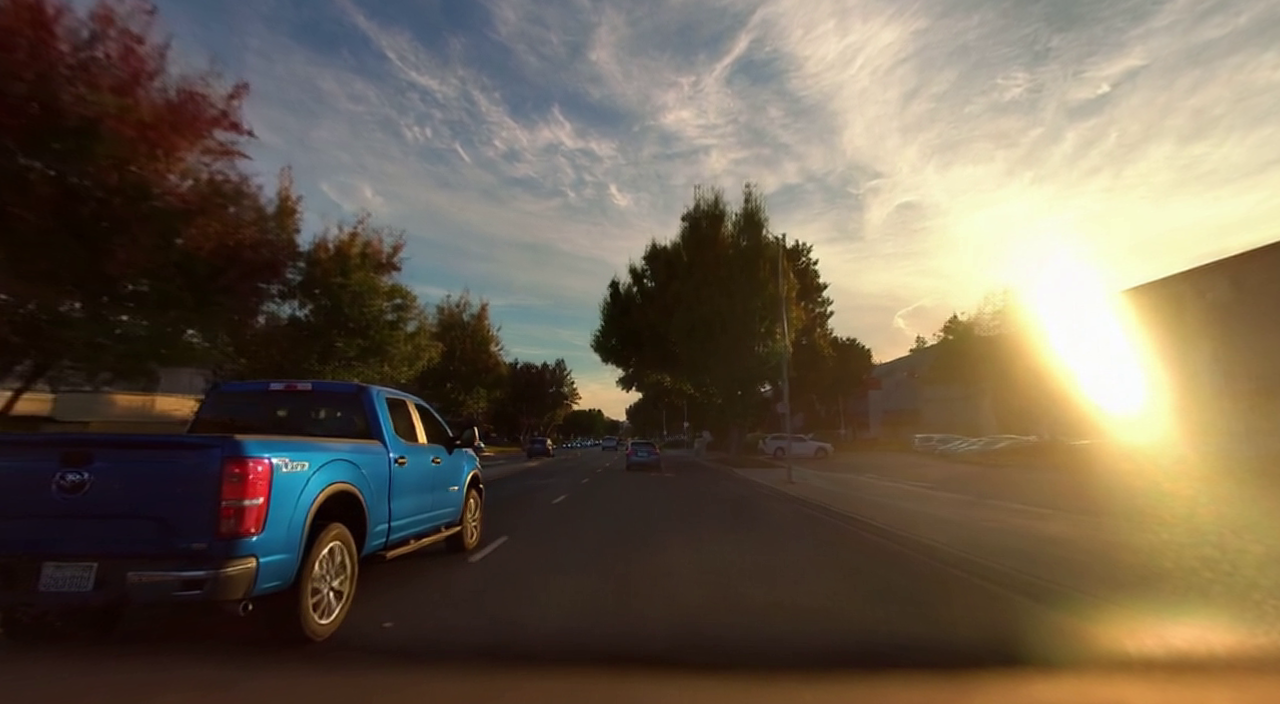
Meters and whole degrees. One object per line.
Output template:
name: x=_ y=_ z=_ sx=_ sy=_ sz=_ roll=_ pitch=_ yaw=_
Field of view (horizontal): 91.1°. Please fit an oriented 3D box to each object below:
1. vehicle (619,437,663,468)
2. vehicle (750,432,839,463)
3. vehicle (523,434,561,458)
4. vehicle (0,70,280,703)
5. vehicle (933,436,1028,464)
vehicle: x=0.045 y=5.311 z=33.452 sx=2.191 sy=1.530 sz=4.470 roll=0 pitch=-8 yaw=0
vehicle: x=9.453 y=5.816 z=38.329 sx=5.109 sy=1.735 sz=1.997 roll=4 pitch=-9 yaw=-25
vehicle: x=-7.721 y=7.471 z=49.988 sx=2.146 sy=1.788 sz=5.153 roll=0 pitch=-8 yaw=0
vehicle: x=-3.506 y=0.177 z=0.884 sx=2.733 sy=2.495 sz=5.037 roll=-1 pitch=-8 yaw=3
vehicle: x=20.620 y=5.919 z=38.064 sx=4.836 sy=1.567 sz=2.051 roll=-5 pitch=-10 yaw=31
